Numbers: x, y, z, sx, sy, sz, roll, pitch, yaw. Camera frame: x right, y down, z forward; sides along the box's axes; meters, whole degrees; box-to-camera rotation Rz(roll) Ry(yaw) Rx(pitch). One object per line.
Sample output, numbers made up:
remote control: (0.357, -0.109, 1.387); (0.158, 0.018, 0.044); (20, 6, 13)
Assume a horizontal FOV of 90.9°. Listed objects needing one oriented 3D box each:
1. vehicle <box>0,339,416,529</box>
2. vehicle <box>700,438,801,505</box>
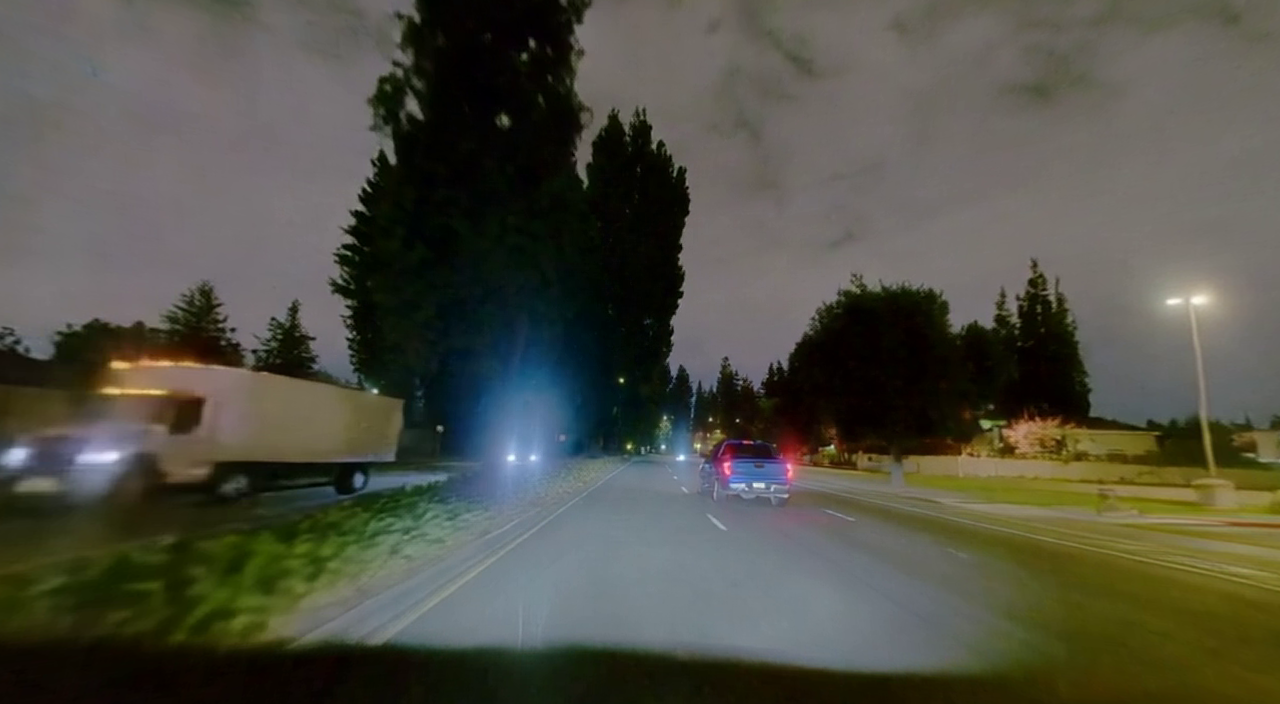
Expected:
vehicle: (-8.565, 1.962, 14.512); (3.046, 2.782, 10.538); (0, -9, -1)
vehicle: (3.065, 3.422, 18.560); (2.108, 1.712, 4.616); (0, -9, -1)
